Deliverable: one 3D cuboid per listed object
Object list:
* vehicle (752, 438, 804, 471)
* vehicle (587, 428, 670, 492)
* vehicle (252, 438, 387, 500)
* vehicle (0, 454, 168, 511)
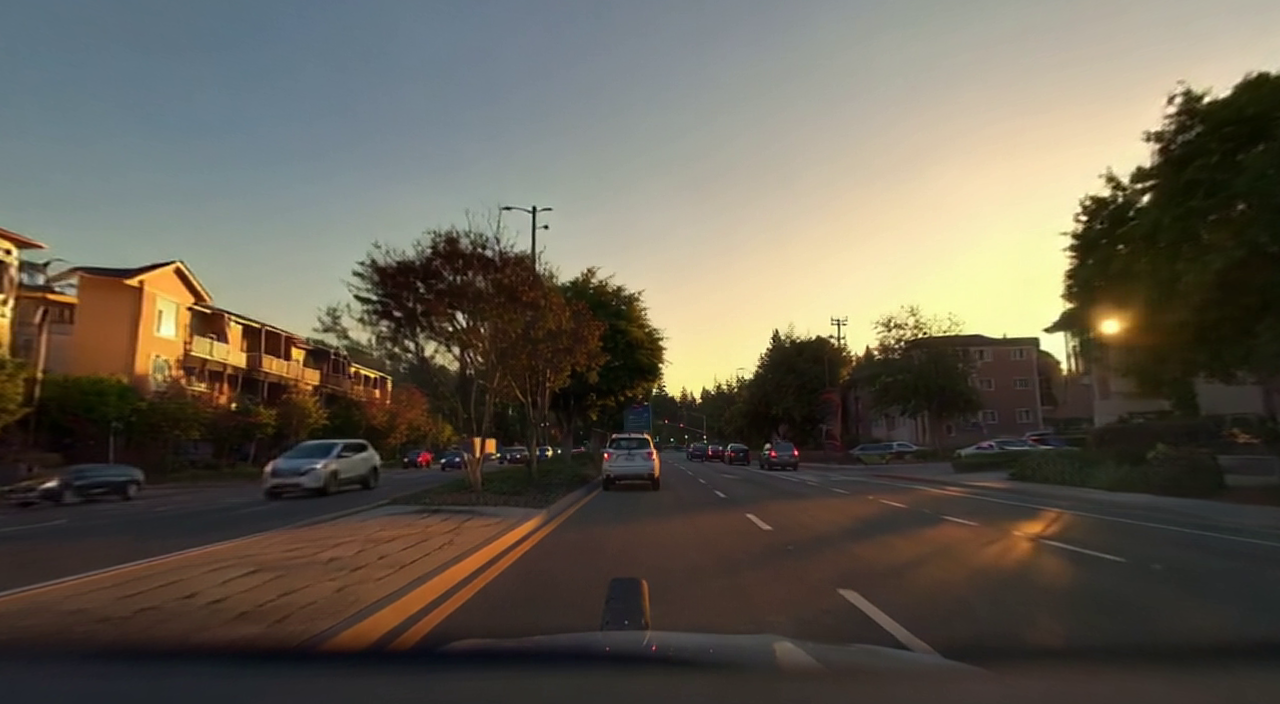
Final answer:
[{"bbox_3d":[7.681,5.752,35.540,1.971,1.722,4.341,0,-8,0],"label":"vehicle"},{"bbox_3d":[-0.308,3.371,20.012,2.332,1.798,4.546,0,-8,0],"label":"vehicle"},{"bbox_3d":[-10.302,3.753,20.723,2.010,1.760,4.406,-1,-8,1],"label":"vehicle"},{"bbox_3d":[-21.505,4.910,24.317,2.056,1.822,5.400,-1,-8,5],"label":"vehicle"}]
